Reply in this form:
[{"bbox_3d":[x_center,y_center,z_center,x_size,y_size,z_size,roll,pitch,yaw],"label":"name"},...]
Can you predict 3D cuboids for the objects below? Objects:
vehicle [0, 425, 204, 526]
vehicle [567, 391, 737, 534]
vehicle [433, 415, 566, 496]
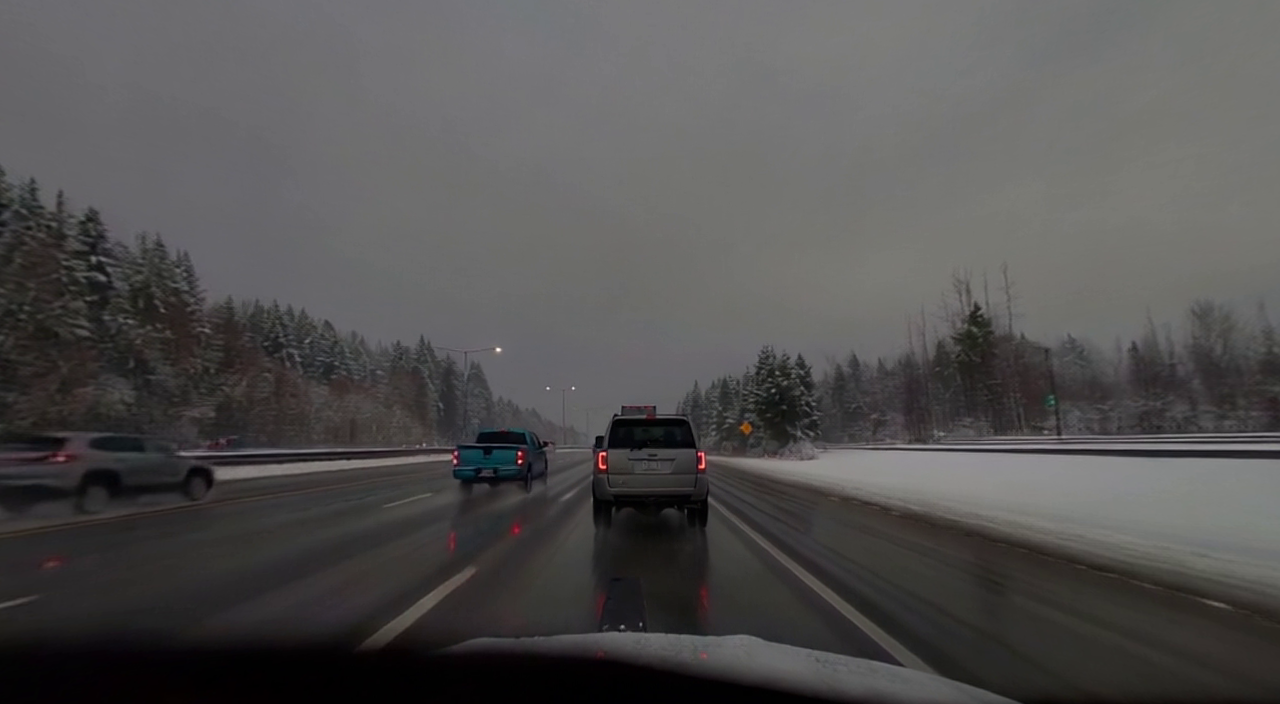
[{"bbox_3d":[-10.470,2.101,11.180,2.002,1.484,4.798,0,-8,1],"label":"vehicle"},{"bbox_3d":[0.162,1.908,11.362,2.395,2.013,4.734,0,-8,0],"label":"vehicle"},{"bbox_3d":[-3.784,2.953,18.339,2.486,1.962,5.525,0,-8,1],"label":"vehicle"}]
